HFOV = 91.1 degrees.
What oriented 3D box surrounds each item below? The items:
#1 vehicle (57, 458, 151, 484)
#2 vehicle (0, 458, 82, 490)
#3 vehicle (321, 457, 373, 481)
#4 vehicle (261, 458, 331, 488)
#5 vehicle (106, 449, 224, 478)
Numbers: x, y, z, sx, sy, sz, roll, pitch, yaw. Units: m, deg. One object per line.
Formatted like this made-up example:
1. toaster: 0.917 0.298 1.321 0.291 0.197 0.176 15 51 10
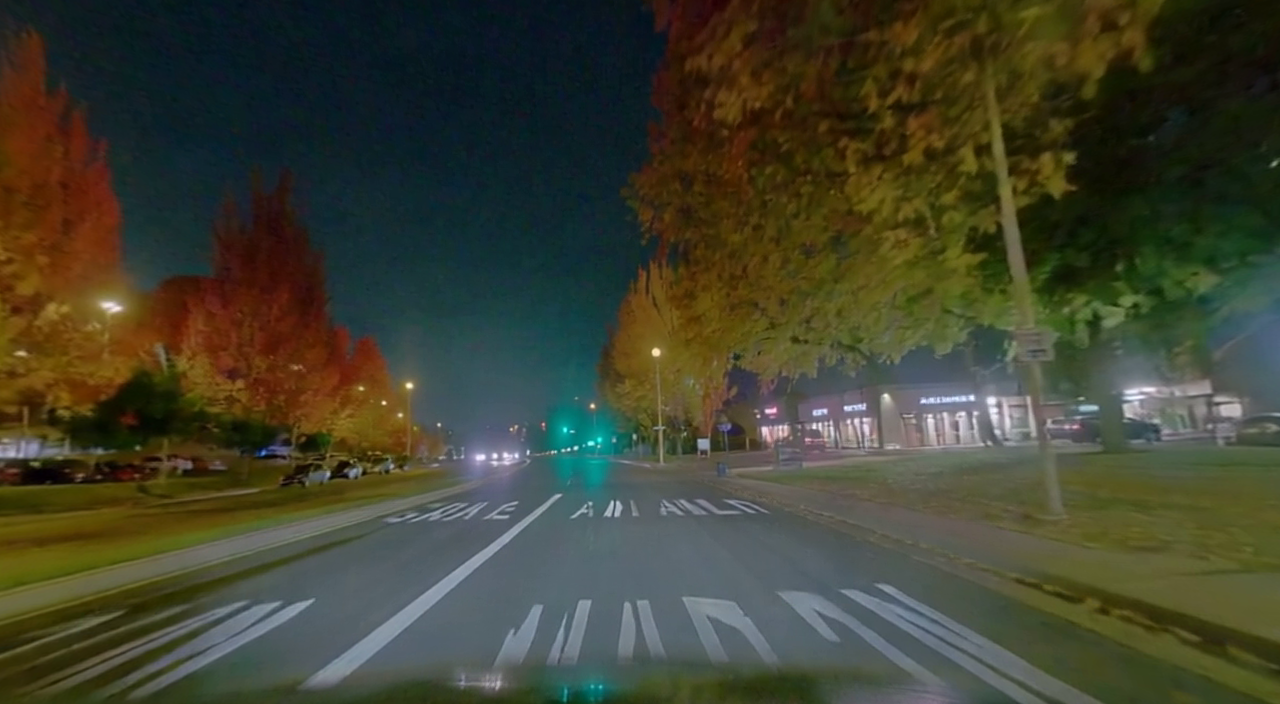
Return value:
1. vehicle: -30.539 6.777 35.843 3.598 1.407 1.740 1 -9 -5
2. vehicle: -29.961 5.972 30.752 3.510 1.422 1.674 0 -8 -4
3. vehicle: -21.121 8.430 45.407 1.887 1.490 4.432 1 -9 -5
4. vehicle: -20.069 7.028 36.815 1.956 1.550 4.375 1 -9 -5
5. vehicle: -30.979 7.259 41.095 5.746 1.807 2.140 1 -9 -7
